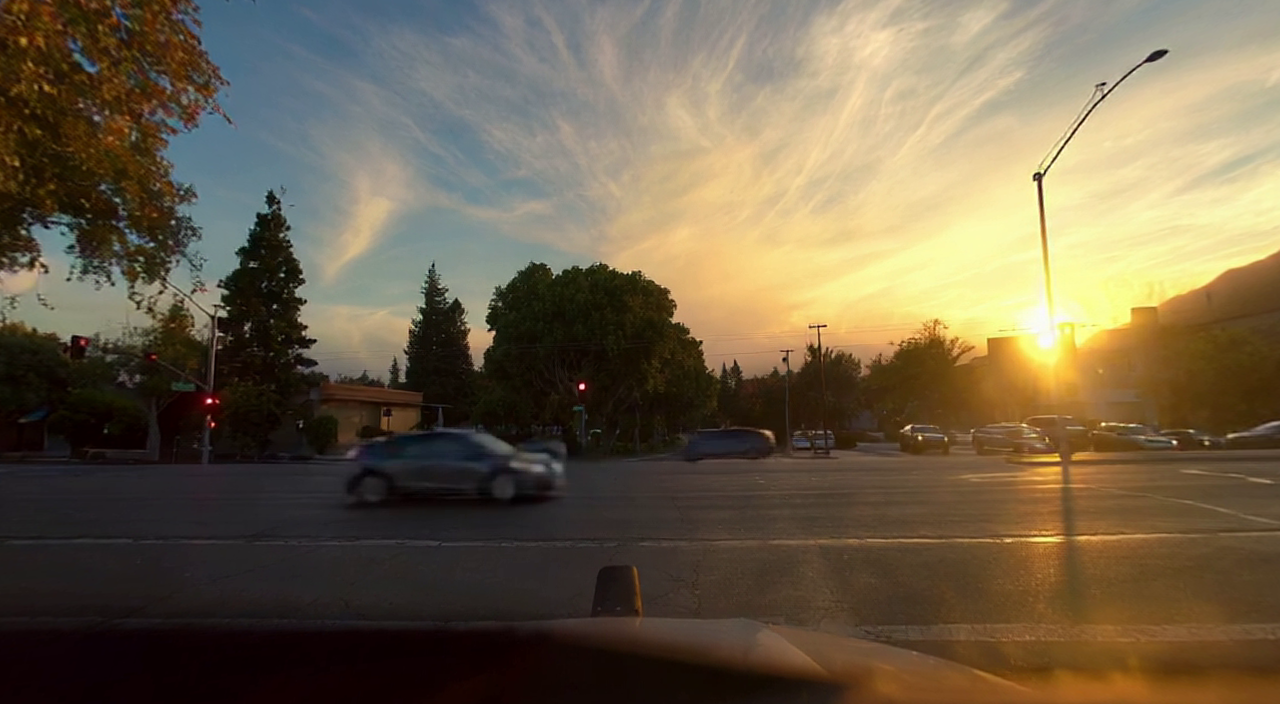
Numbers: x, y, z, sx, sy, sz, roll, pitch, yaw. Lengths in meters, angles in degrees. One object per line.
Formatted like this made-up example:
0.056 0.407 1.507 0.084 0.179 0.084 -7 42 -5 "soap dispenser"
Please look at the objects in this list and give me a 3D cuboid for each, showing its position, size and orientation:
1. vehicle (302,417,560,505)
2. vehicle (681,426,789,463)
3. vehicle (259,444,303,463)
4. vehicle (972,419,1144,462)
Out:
-4.514 2.389 14.063 4.959 1.715 2.162 -2 -9 11 "vehicle"
4.329 4.205 28.747 4.677 1.593 2.029 -2 -9 11 "vehicle"
-28.114 7.918 49.569 2.235 1.417 4.272 3 -9 -20 "vehicle"
15.015 3.219 22.955 4.749 1.461 1.892 -1 -9 9 "vehicle"
